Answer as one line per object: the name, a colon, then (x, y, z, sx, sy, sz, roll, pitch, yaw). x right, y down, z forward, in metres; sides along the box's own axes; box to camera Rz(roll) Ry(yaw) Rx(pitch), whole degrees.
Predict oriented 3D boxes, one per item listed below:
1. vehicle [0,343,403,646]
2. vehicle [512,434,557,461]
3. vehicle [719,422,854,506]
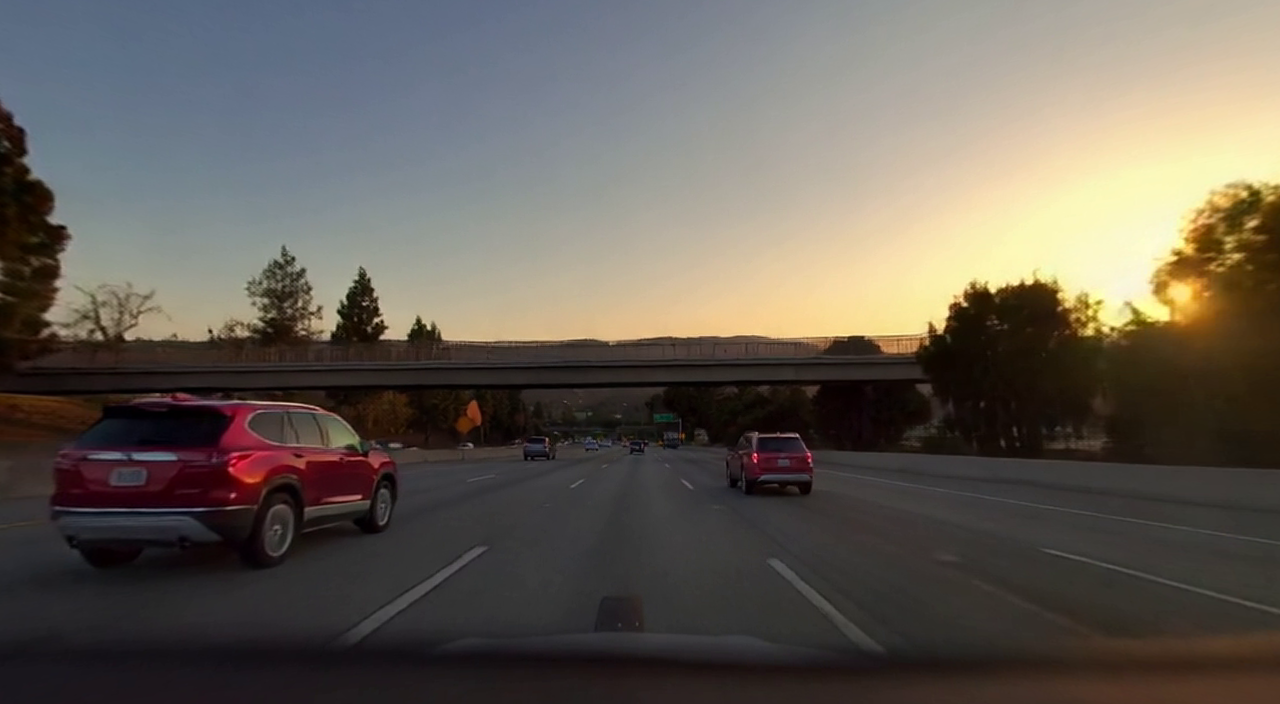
vehicle: (-4.291, 1.207, 6.329, 2.018, 1.872, 4.728, 0, -8, 0)
vehicle: (-7.482, 6.828, 45.330, 2.193, 1.818, 4.995, 0, -8, 1)
vehicle: (3.381, 2.693, 15.648, 2.185, 1.749, 4.477, 0, -8, -1)
